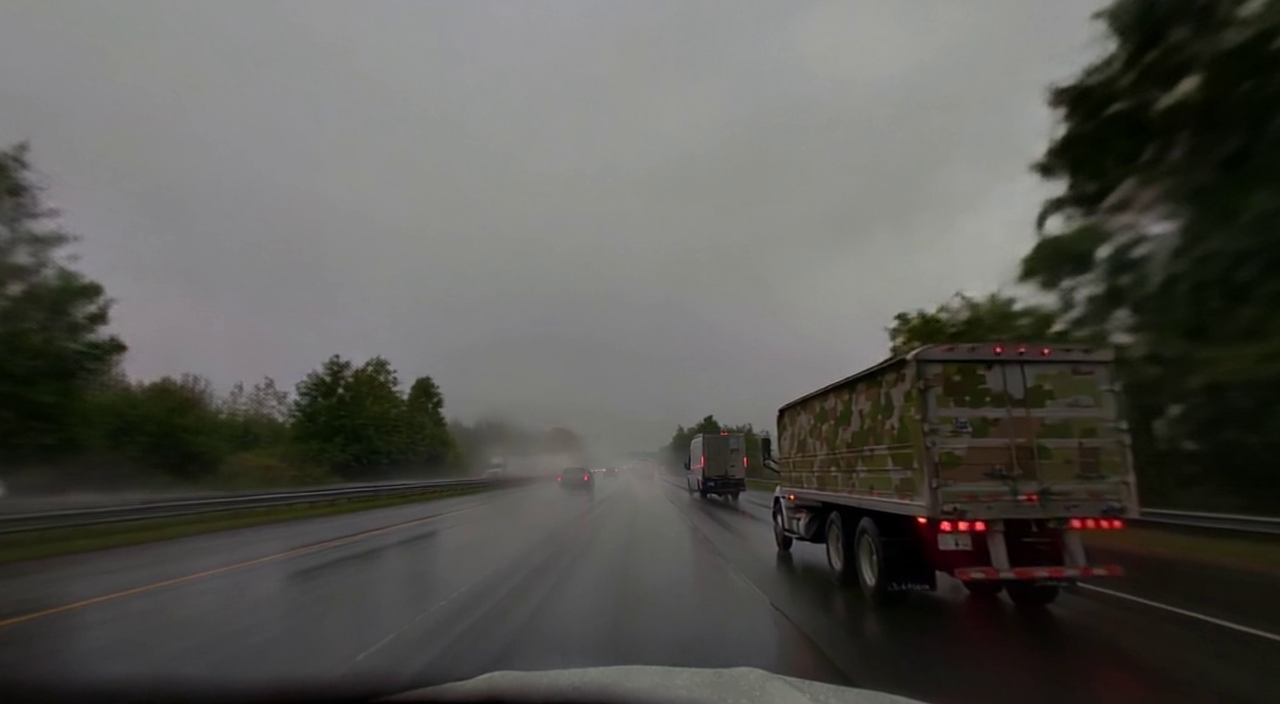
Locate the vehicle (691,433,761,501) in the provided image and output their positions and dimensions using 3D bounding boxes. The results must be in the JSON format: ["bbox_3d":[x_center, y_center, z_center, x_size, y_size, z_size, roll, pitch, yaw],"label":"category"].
[{"bbox_3d":[4.078,5.665,31.090,2.703,2.988,5.097,1,-11,0],"label":"vehicle"}]

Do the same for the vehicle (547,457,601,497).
[{"bbox_3d":[-3.311,6.459,32.621,2.204,1.852,4.661,1,-11,0],"label":"vehicle"}]
